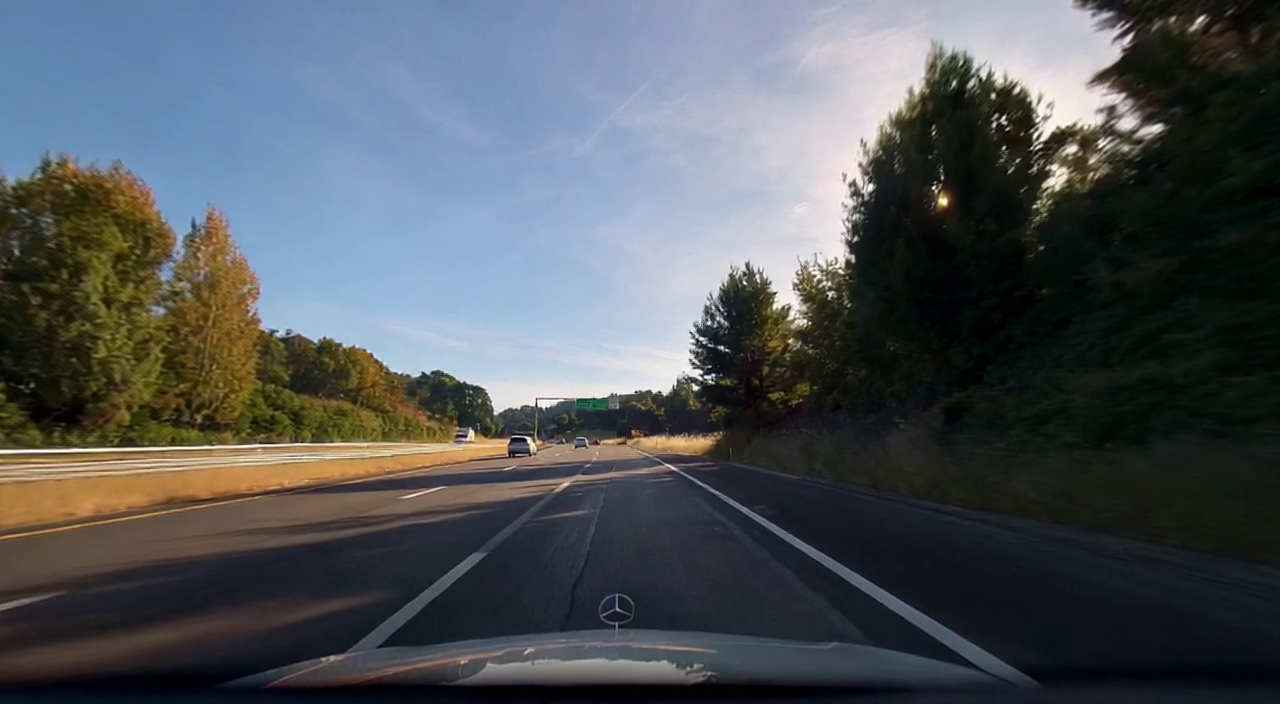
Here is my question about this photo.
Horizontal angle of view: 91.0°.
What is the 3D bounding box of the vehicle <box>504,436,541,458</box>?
[{"bbox_3d":[-9.103,7.393,49.119,2.381,1.553,4.244,0,-8,-4],"label":"vehicle"}]
